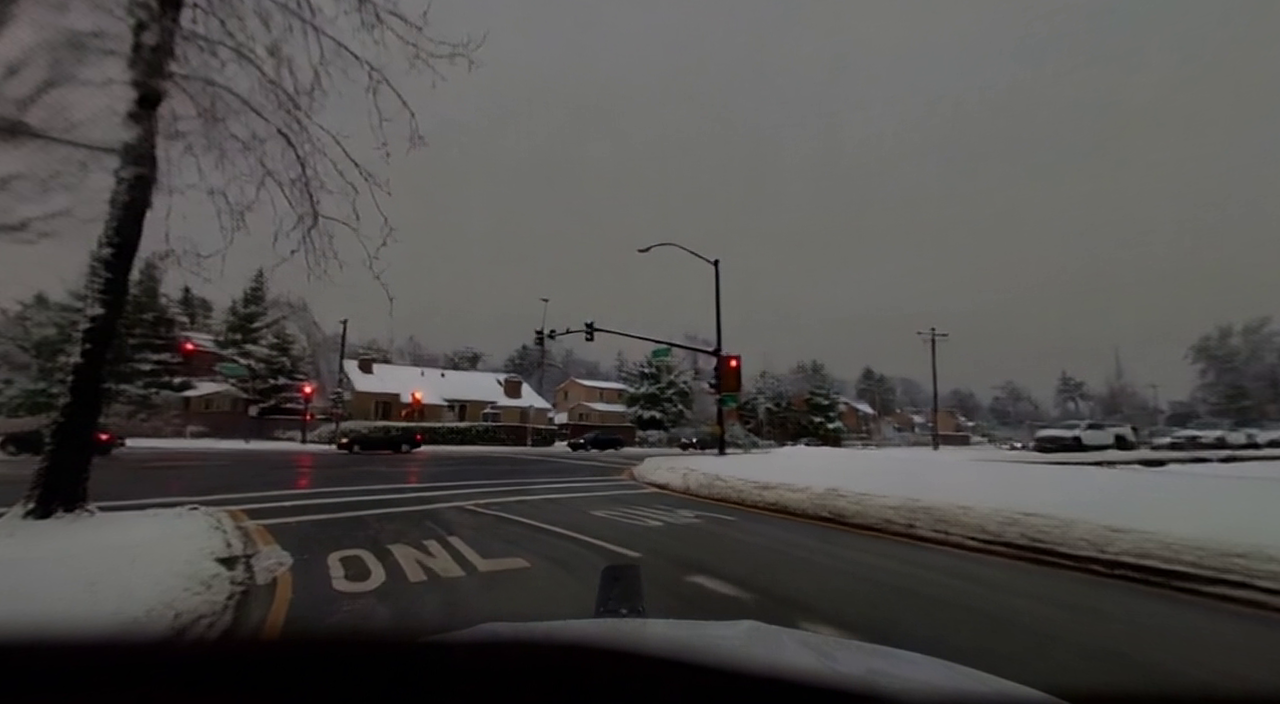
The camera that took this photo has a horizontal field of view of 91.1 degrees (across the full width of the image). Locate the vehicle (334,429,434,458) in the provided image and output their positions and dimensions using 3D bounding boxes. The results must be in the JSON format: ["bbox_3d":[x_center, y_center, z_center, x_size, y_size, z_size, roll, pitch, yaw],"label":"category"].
[{"bbox_3d":[-14.217,5.118,35.035,4.740,1.462,1.828,7,-11,-42],"label":"vehicle"}]

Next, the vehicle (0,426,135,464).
[{"bbox_3d":[-24.288,3.870,26.121,4.853,1.461,1.847,8,-12,-43],"label":"vehicle"}]

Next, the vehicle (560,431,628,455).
[{"bbox_3d":[-3.239,6.481,44.719,4.649,1.585,1.965,8,-11,-42],"label":"vehicle"}]

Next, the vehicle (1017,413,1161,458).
[{"bbox_3d":[24.175,4.569,34.004,5.939,2.249,2.437,-8,-11,41],"label":"vehicle"}]

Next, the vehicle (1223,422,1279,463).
[{"bbox_3d":[31.568,4.612,32.052,2.402,1.920,5.467,-8,-12,42],"label":"vehicle"}]

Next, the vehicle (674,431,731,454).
[{"bbox_3d":[4.775,6.867,47.629,4.135,1.633,1.990,7,-11,-41],"label":"vehicle"}]
